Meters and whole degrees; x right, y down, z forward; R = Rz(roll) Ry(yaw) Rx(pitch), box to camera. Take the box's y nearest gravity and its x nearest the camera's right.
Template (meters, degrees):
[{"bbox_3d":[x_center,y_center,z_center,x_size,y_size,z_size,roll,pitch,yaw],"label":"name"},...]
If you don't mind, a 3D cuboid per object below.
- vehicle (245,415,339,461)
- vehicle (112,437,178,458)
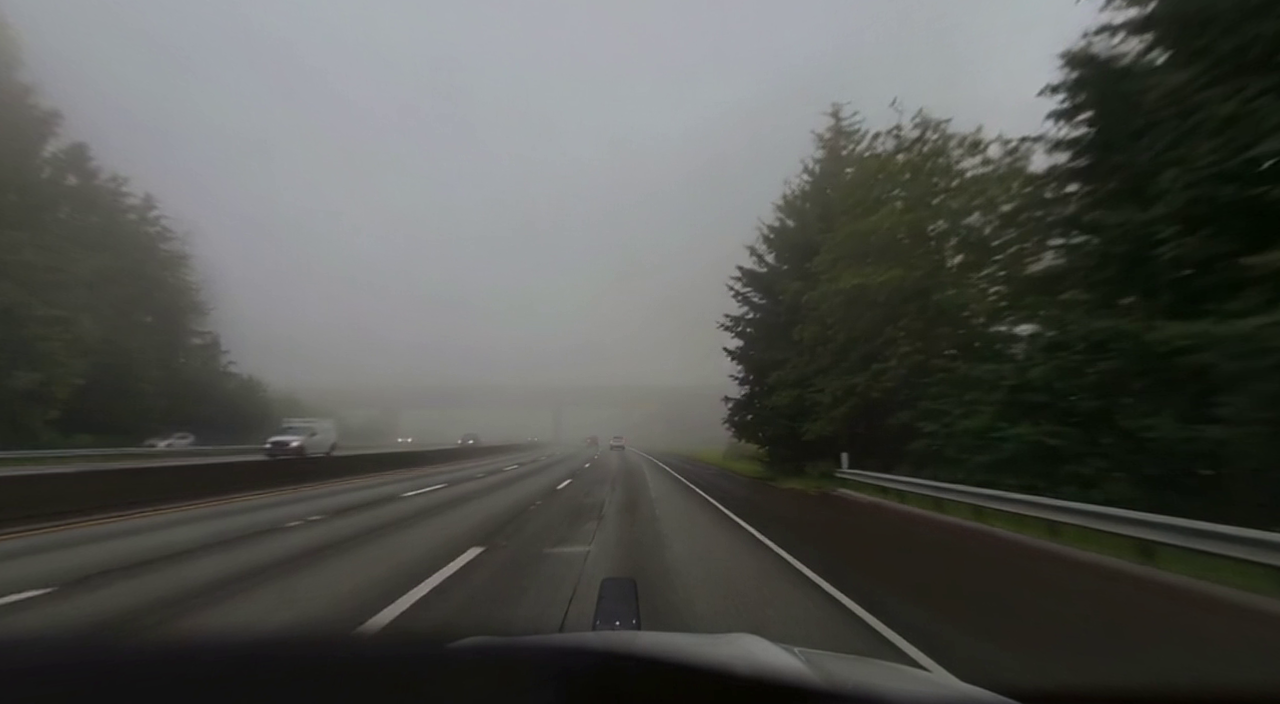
[{"bbox_3d":[-22.176,5.556,40.533,2.212,2.671,6.968,0,-8,-2],"label":"vehicle"},{"bbox_3d":[-34.178,6.561,43.488,1.654,1.396,3.641,0,-8,-1],"label":"vehicle"}]
